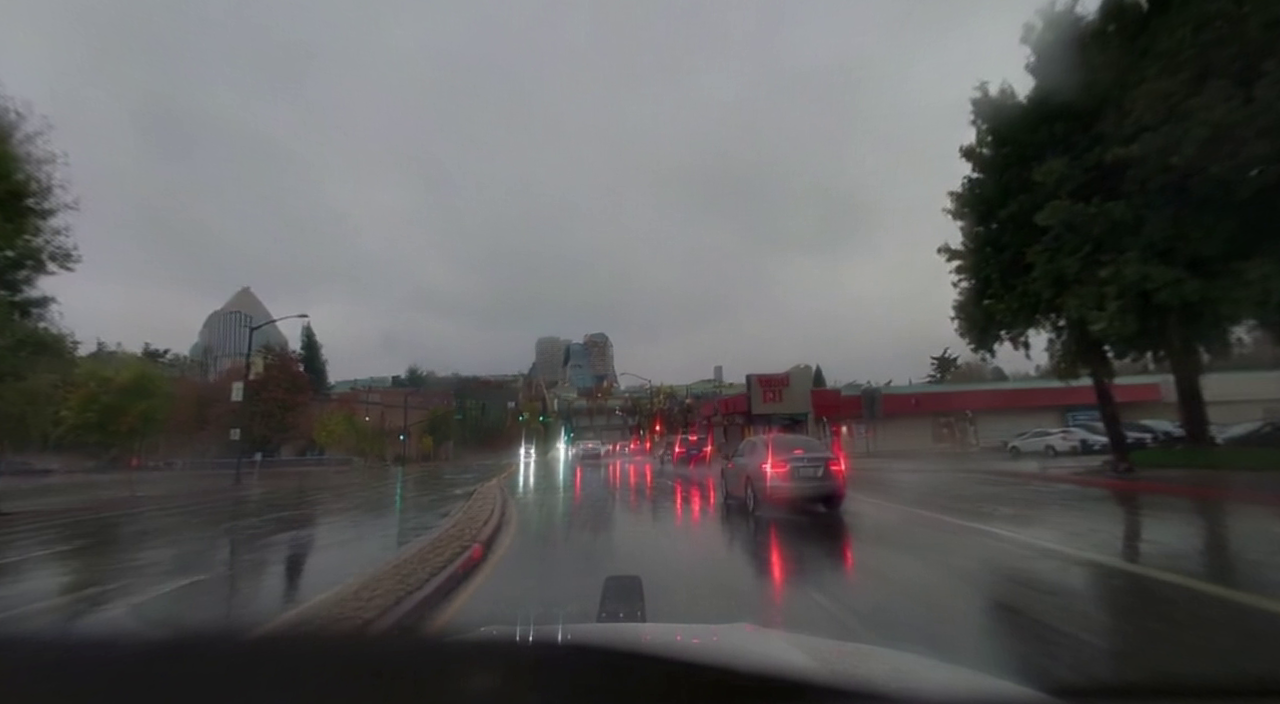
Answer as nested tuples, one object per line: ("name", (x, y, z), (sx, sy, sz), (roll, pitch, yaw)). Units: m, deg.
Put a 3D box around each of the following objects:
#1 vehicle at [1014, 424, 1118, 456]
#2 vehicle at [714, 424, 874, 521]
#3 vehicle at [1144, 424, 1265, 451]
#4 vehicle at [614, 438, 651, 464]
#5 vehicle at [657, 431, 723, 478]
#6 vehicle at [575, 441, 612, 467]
("vehicle", (27.417, 5.706, 40.802), (5.103, 1.947, 2.207), (0, -8, -1))
("vehicle", (2.882, 2.338, 12.819), (1.966, 1.596, 3.980), (0, -8, -4))
("vehicle", (33.909, 5.157, 38.055), (5.112, 1.486, 2.103), (-1, -8, 3))
("vehicle", (-0.633, 7.473, 48.033), (2.216, 1.750, 4.520), (0, -8, -8))
("vehicle", (2.030, 4.352, 26.988), (2.046, 1.768, 4.370), (-1, -8, -5))
("vehicle", (-2.988, 6.447, 40.023), (2.068, 1.512, 3.987), (1, -9, -7))
